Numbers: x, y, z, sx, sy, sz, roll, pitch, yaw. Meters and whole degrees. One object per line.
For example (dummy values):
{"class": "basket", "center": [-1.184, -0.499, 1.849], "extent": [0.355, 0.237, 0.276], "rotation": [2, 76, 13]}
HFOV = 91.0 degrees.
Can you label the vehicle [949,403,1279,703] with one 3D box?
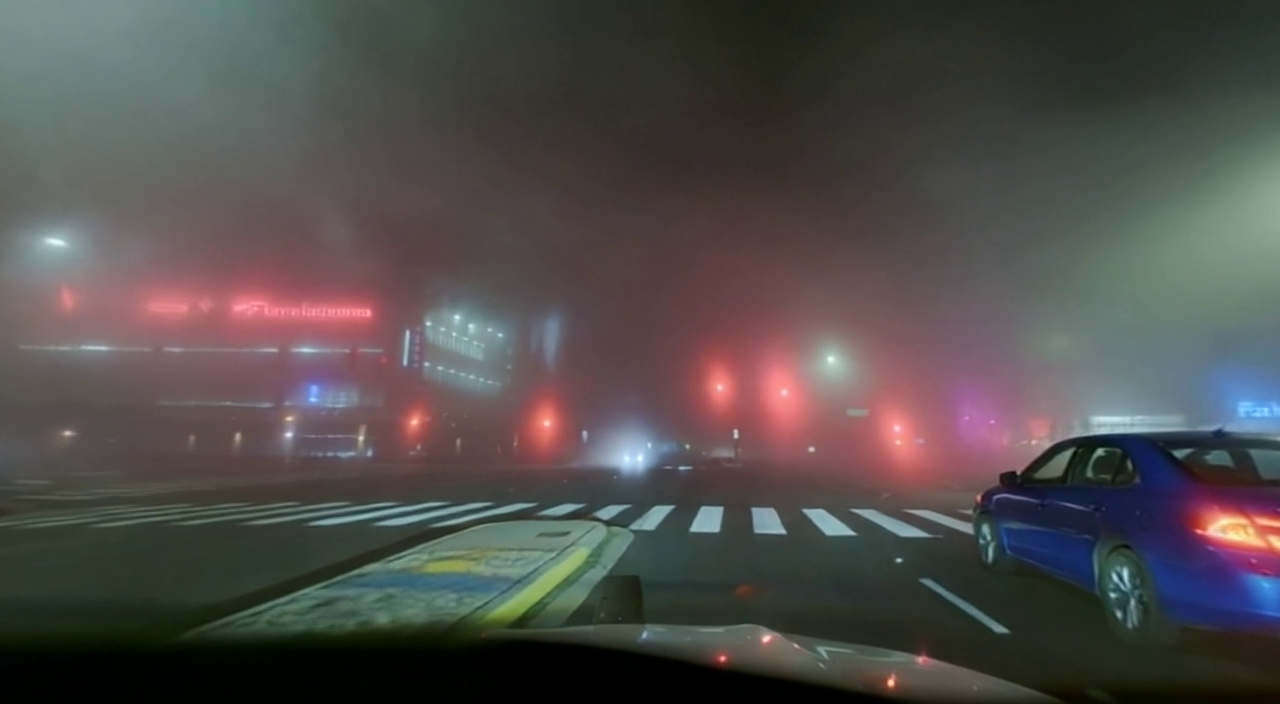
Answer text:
{"class": "vehicle", "center": [4.460, 1.376, 5.307], "extent": [2.067, 1.625, 4.073], "rotation": [-1, -9, 8]}
